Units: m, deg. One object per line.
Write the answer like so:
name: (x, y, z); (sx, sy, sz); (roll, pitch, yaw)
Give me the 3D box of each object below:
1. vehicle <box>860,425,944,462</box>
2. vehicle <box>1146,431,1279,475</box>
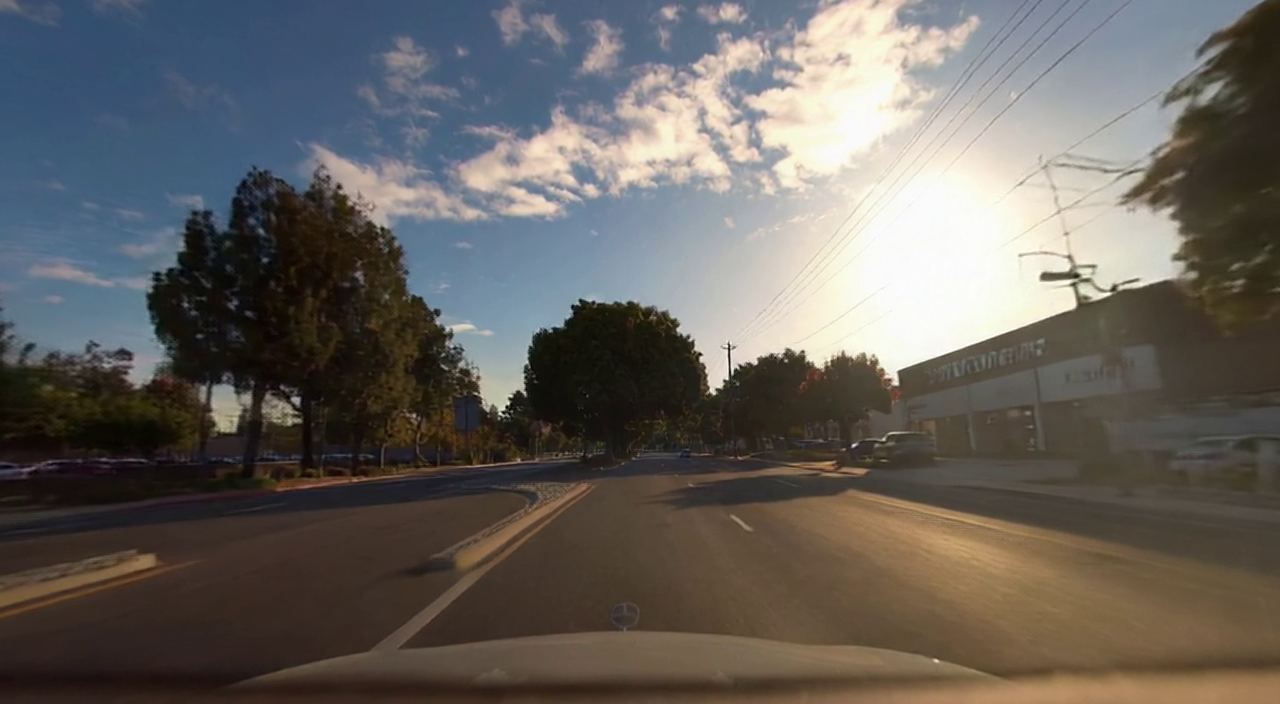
vehicle: (14.974, 5.302, 36.522); (2.195, 1.926, 5.466); (0, -9, -3)
vehicle: (19.808, 3.354, 21.048); (4.182, 1.374, 1.966); (0, -9, 0)
